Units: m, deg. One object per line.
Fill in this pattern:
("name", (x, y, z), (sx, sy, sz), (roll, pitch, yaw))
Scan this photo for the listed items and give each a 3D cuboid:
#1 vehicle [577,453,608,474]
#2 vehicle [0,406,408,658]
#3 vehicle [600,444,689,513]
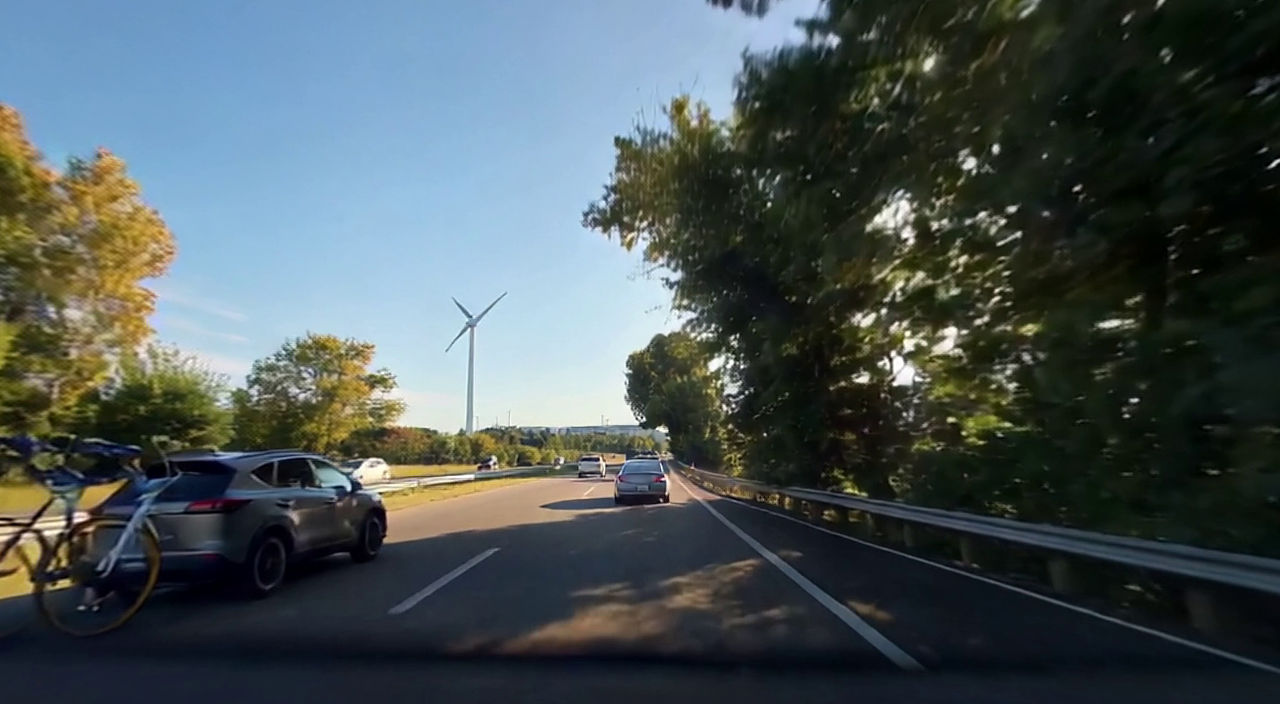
("vehicle", (-3.539, 8.397, 47.591), (2.059, 1.455, 4.205), (0, -9, 0))
("vehicle", (-4.110, 1.538, 6.349), (1.962, 1.681, 4.033), (0, -9, 0))
("vehicle", (0.120, 3.270, 16.765), (2.063, 1.582, 3.955), (0, -9, 0))
